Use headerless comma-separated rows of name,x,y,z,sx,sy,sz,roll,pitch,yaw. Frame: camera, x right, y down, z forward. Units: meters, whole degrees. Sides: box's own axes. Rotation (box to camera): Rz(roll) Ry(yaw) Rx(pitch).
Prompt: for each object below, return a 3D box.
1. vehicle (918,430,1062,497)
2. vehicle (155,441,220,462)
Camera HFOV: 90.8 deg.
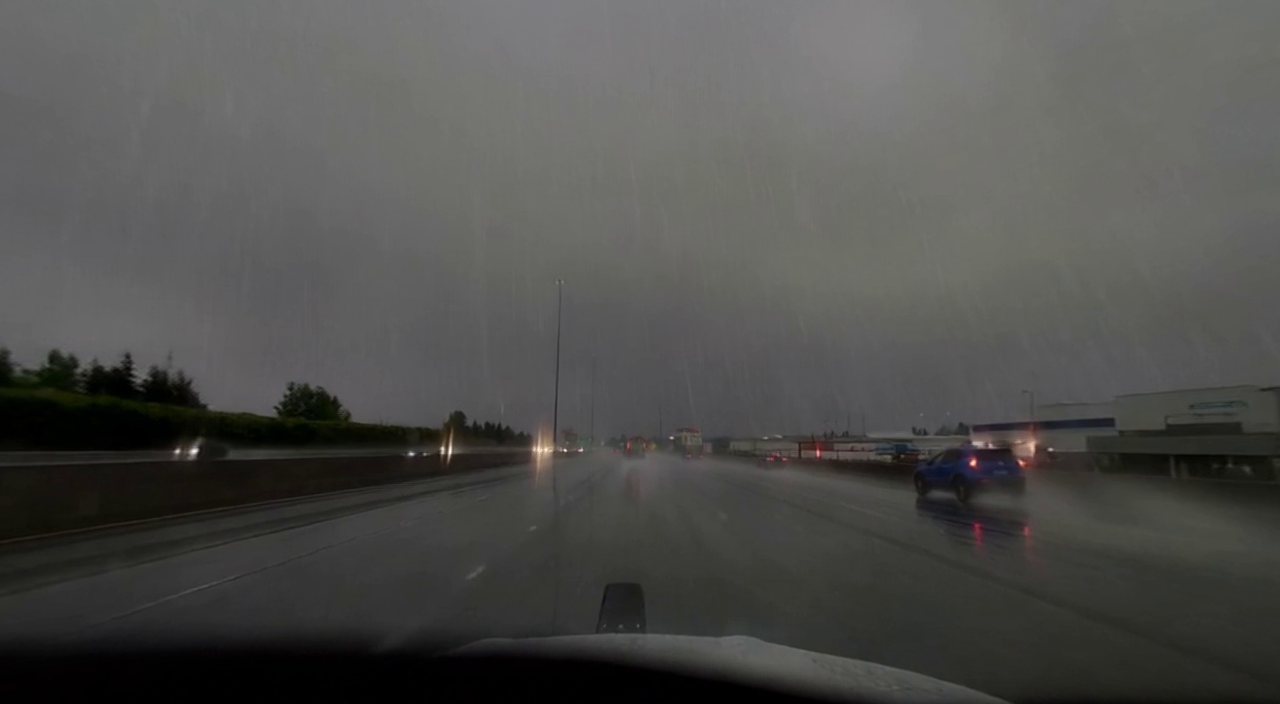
vehicle,13.493,4.343,24.889,2.411,2.326,5.300,0,-9,-3
vehicle,-34.113,7.499,47.675,1.826,1.521,4.192,0,-9,-2
